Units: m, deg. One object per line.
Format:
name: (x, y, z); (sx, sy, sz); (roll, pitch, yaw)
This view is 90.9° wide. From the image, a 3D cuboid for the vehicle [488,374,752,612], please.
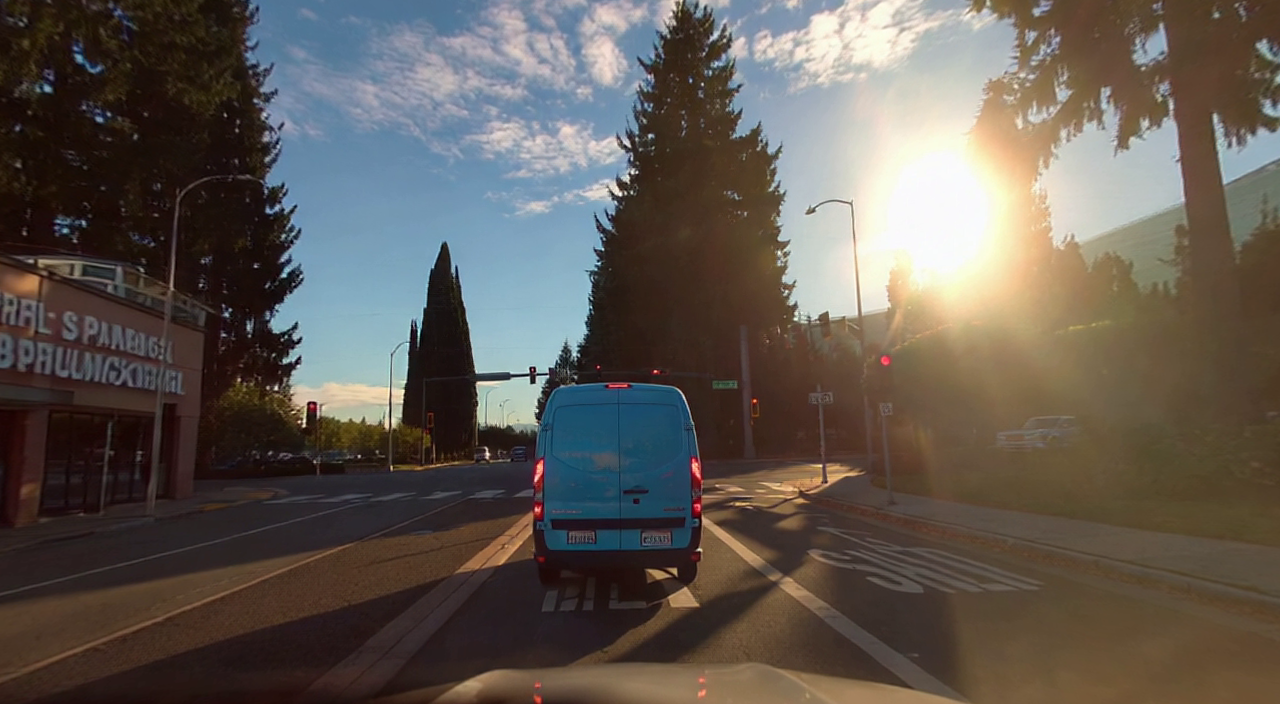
vehicle: (-0.293, 1.466, 7.292); (2.181, 1.949, 3.932); (1, -9, -4)
